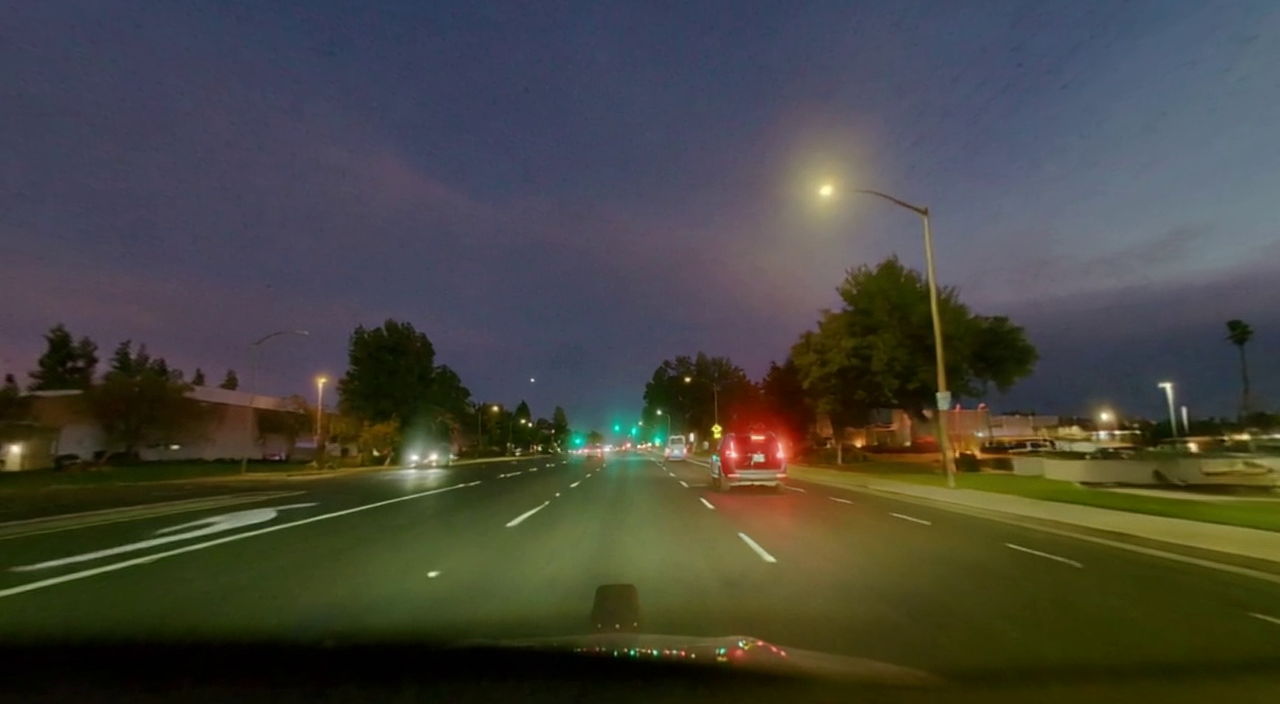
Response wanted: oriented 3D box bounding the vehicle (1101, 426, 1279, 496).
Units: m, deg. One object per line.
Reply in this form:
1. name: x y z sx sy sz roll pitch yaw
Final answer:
1. vehicle: 15.836 2.950 17.436 4.682 1.635 2.053 -2 -9 -6

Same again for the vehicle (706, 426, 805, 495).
1. vehicle: 3.284 3.200 18.942 2.060 1.816 4.343 0 -8 -1

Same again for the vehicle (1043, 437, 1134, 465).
1. vehicle: 31.122 6.837 43.894 5.111 1.834 2.093 1 -8 -11

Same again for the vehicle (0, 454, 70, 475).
1. vehicle: -46.094 8.567 48.109 3.642 1.477 1.634 0 -9 -1

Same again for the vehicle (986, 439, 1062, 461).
1. vehicle: 30.280 7.734 49.890 4.607 1.683 2.217 1 -9 -8
